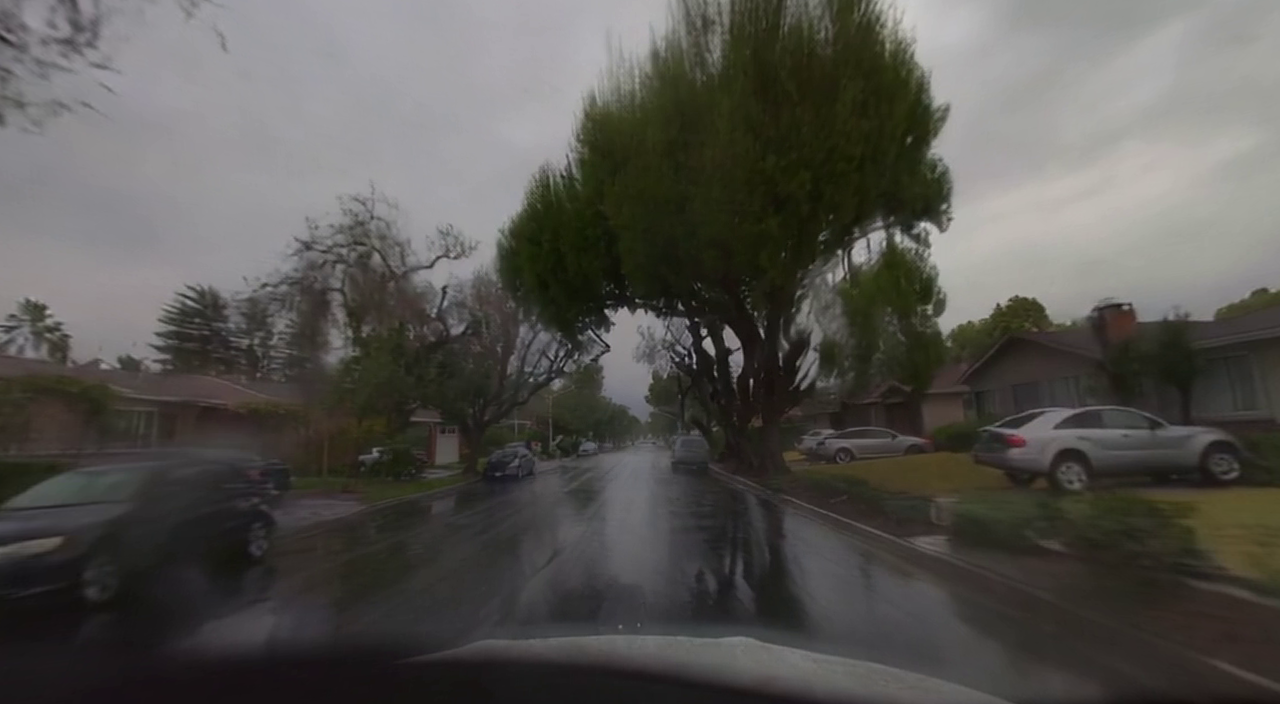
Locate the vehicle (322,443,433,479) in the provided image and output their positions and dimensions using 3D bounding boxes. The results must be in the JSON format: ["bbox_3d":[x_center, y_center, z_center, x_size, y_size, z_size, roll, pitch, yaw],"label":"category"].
[{"bbox_3d":[-11.604,4.846,28.172,4.118,1.492,1.902,0,-8,-3],"label":"vehicle"}]

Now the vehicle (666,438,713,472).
[{"bbox_3d":[2.323,4.957,30.641,2.022,1.483,4.565,0,-8,1],"label":"vehicle"}]

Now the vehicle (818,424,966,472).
[{"bbox_3d":[8.762,3.364,22.254,4.331,1.570,2.009,0,-8,-1],"label":"vehicle"}]

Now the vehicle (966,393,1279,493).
[{"bbox_3d":[8.814,1.649,11.564,4.599,1.652,1.903,0,-8,-2],"label":"vehicle"}]

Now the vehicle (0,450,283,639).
[{"bbox_3d":[-5.942,1.851,6.986,1.878,1.496,3.535,0,-8,0],"label":"vehicle"}]
